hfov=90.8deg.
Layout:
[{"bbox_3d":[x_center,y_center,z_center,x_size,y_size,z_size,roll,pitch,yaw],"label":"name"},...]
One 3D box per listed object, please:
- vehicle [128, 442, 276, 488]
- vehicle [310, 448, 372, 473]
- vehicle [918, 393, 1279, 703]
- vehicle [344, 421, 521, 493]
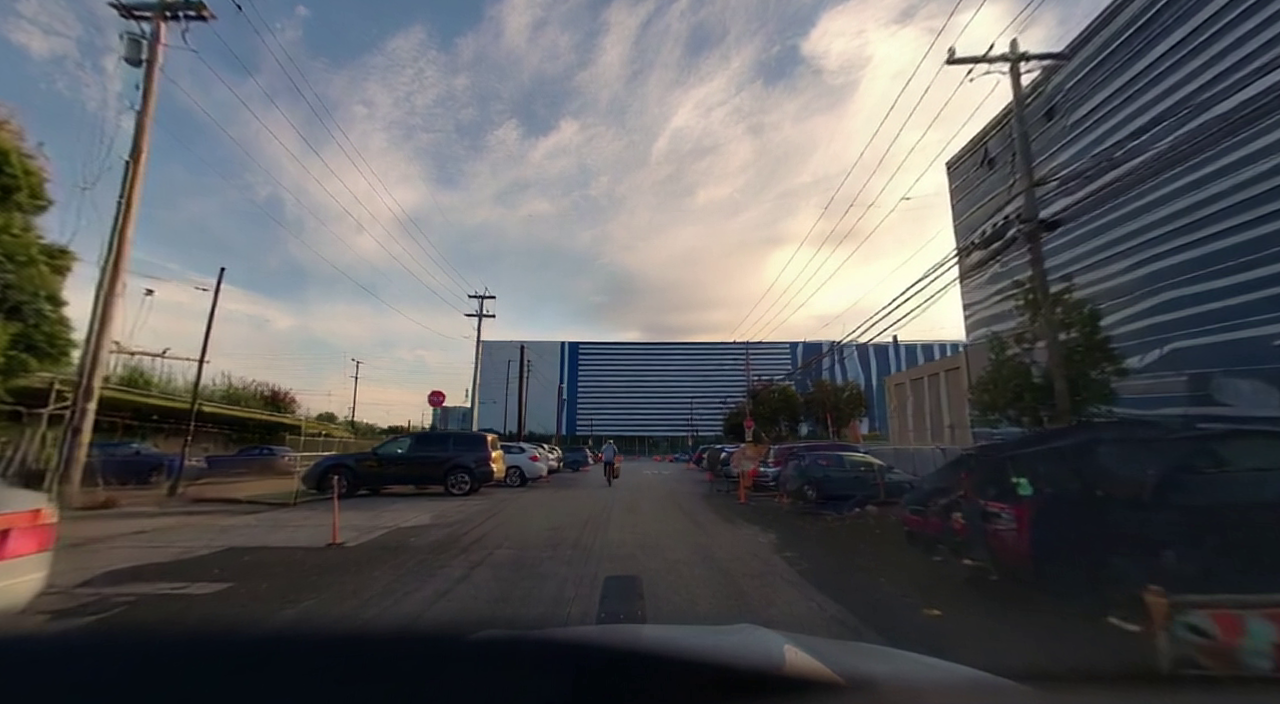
[{"bbox_3d":[-15.643,4.045,22.958,1.840,1.477,4.693,-1,-8,3],"label":"vehicle"},{"bbox_3d":[-19.046,6.897,40.480,1.834,1.459,4.181,0,-8,2],"label":"vehicle"},{"bbox_3d":[5.013,1.128,3.640,5.762,1.626,2.184,0,-8,1],"label":"vehicle"},{"bbox_3d":[-6.326,3.269,19.734,4.727,1.976,1.970,2,-10,2],"label":"vehicle"}]
